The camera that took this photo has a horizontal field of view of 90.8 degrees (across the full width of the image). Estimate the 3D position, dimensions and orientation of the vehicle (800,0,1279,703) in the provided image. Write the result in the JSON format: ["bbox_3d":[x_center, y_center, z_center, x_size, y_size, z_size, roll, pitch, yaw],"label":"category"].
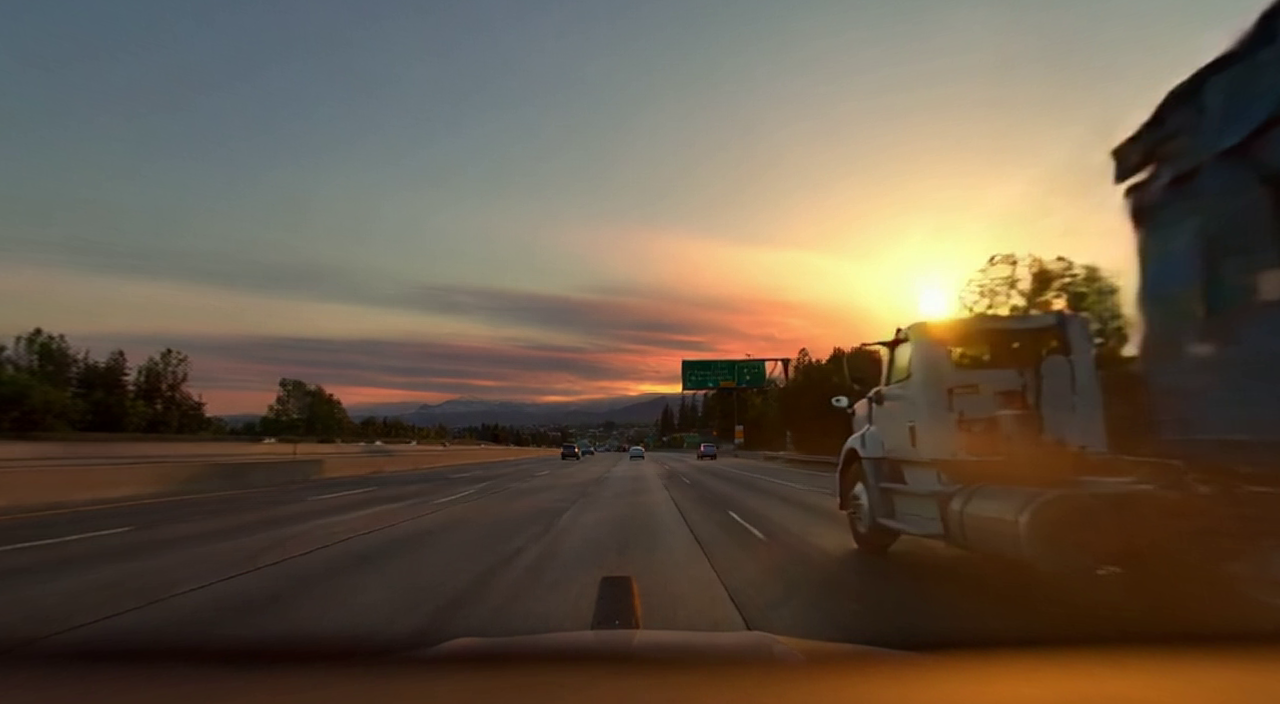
[{"bbox_3d":[3.860,0.193,3.815,2.966,3.586,10.563,0,-8,0],"label":"vehicle"}]
